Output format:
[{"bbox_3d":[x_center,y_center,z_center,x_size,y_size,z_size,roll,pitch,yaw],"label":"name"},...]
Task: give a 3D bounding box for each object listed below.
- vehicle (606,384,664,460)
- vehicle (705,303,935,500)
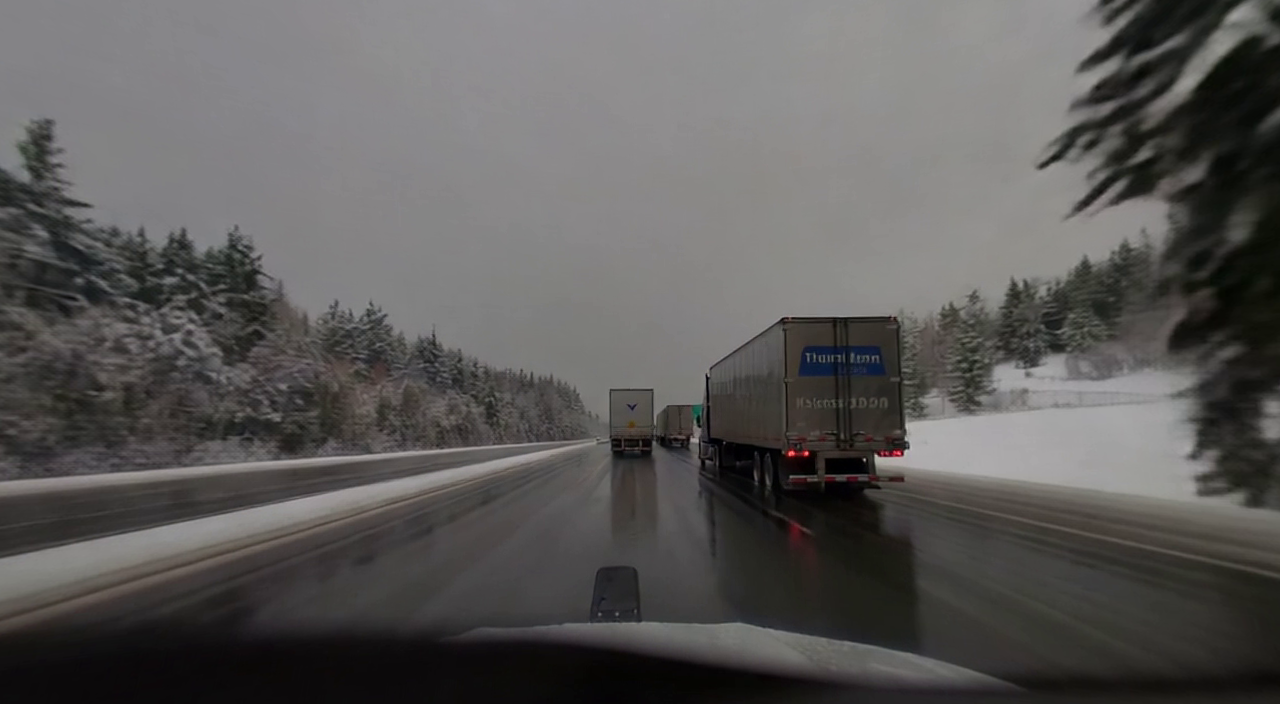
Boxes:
[{"bbox_3d":[-0.368,4.326,37.745,2.958,3.917,10.196,0,-8,-1],"label":"vehicle"},{"bbox_3d":[4.519,1.984,20.538,2.856,4.145,14.500,0,-8,-1],"label":"vehicle"}]
